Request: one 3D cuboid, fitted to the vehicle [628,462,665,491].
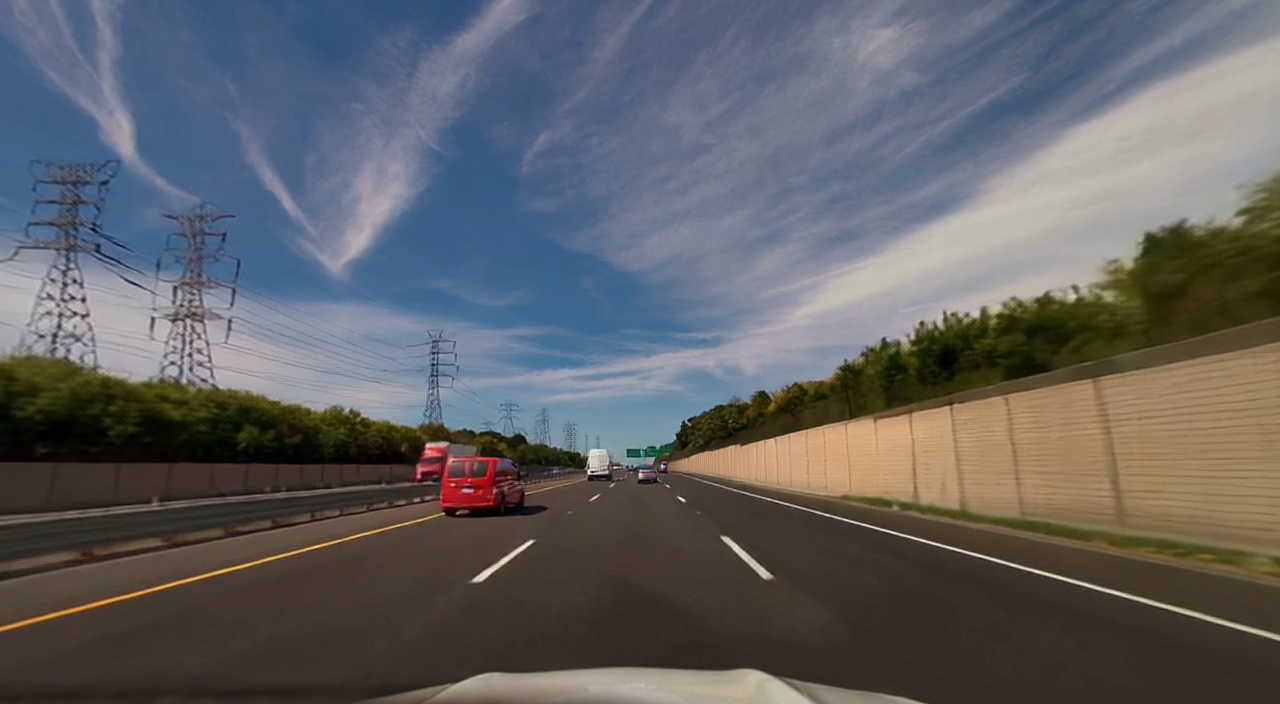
[{"bbox_3d":[0.348,7.220,36.558,2.006,1.554,3.863,1,-10,0],"label":"vehicle"}]

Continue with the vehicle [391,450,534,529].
[{"bbox_3d":[-3.971,3.212,15.043,2.023,1.541,4.543,1,-11,1],"label":"vehicle"}]
